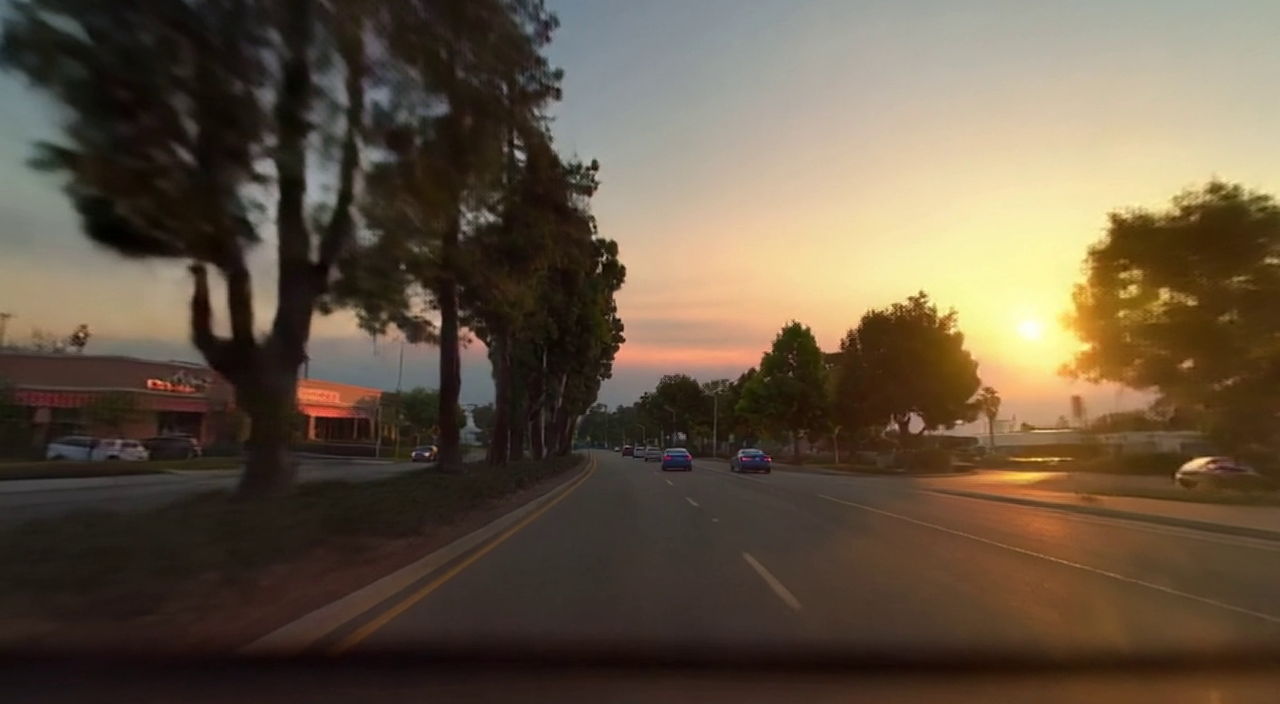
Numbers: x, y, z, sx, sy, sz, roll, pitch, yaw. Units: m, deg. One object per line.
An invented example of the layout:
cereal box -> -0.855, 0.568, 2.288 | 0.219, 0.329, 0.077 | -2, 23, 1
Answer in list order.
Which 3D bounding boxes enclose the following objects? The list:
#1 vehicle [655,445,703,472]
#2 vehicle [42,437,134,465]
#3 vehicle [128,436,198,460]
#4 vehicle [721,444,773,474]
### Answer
vehicle -> 2.152, 6.044, 35.967 | 2.256, 1.451, 4.313 | 1, -9, -3
vehicle -> -30.956, 5.554, 35.446 | 1.752, 1.458, 3.987 | 1, -9, -5
vehicle -> -35.641, 7.196, 47.203 | 1.913, 1.702, 4.873 | 1, -9, -8
vehicle -> 5.755, 5.825, 34.467 | 1.886, 1.528, 4.169 | 1, -9, -3
